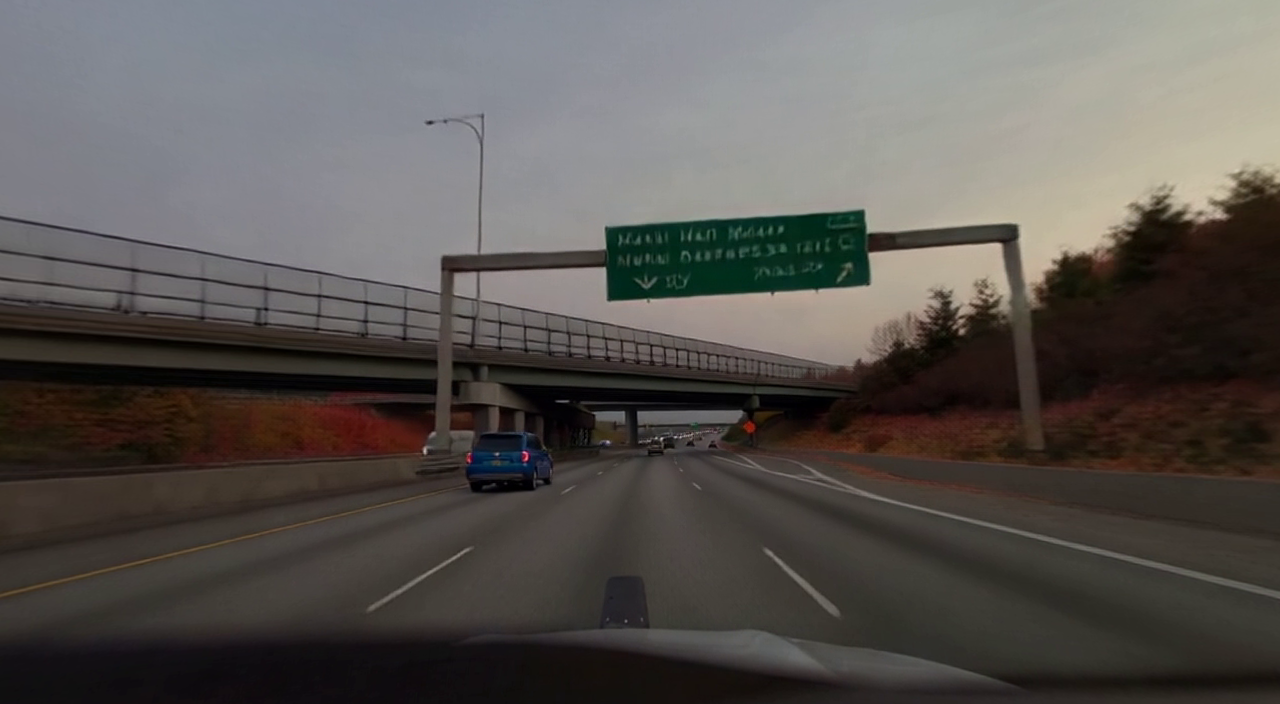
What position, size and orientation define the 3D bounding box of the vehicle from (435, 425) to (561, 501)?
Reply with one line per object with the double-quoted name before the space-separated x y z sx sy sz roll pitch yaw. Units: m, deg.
"vehicle" -3.532 2.867 16.650 2.177 1.707 4.432 0 -8 2
